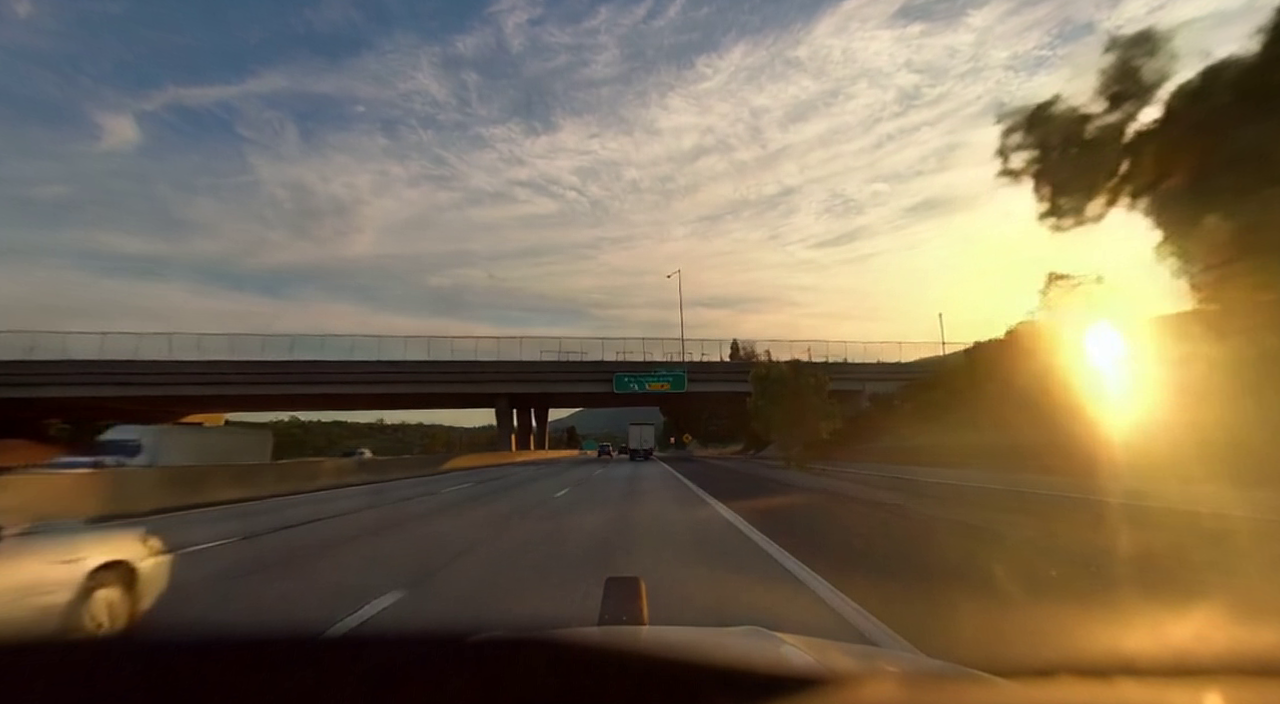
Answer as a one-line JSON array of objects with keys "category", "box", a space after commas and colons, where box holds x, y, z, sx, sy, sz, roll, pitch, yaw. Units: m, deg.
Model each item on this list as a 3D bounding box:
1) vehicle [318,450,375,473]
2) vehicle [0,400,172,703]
[{"category": "vehicle", "box": [-20.045, 7.475, 43.193, 1.969, 1.433, 4.024, 0, -9, 0]}, {"category": "vehicle", "box": [-4.402, 0.831, 1.786, 2.235, 1.593, 5.077, 0, -9, 0]}]
